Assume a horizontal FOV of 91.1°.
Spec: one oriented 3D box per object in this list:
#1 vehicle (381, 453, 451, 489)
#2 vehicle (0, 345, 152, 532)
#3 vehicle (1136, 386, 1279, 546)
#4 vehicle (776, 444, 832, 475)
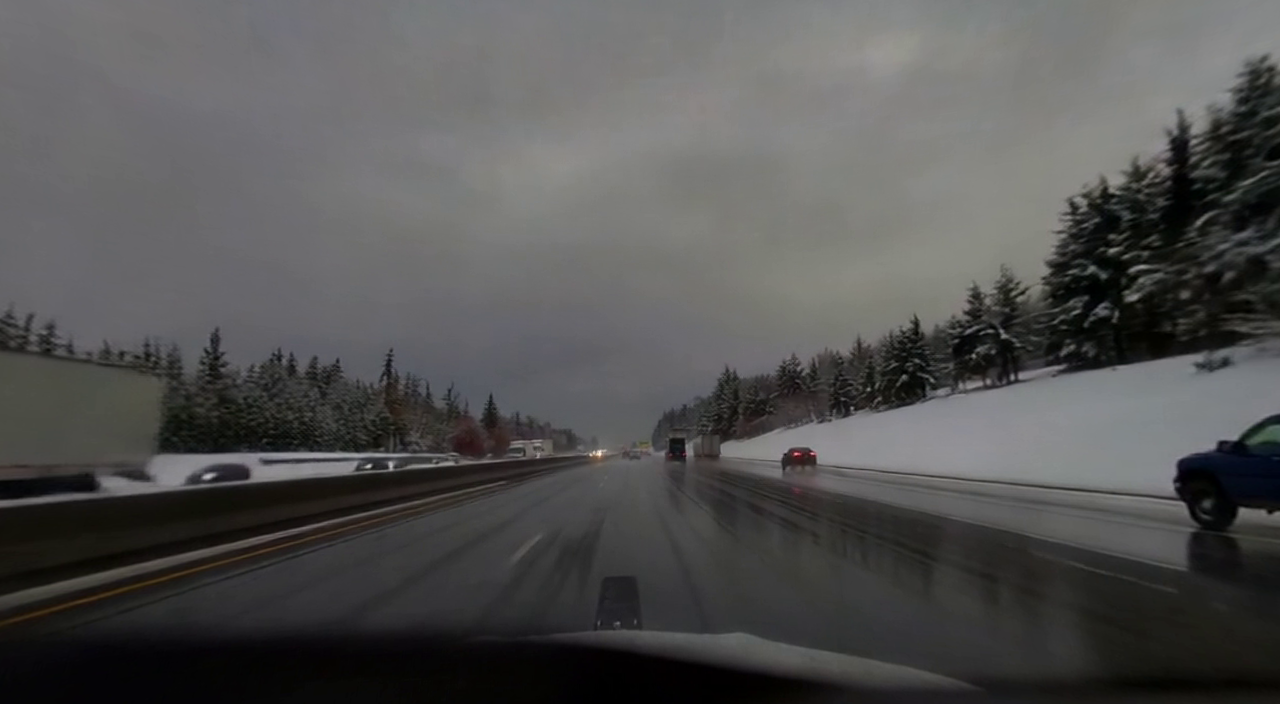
[{"bbox_3d":[-9.944,5.292,28.206,1.782,1.439,3.702,0,-9,0],"label":"vehicle"},{"bbox_3d":[-16.049,1.407,10.573,3.520,4.128,15.275,0,-9,0],"label":"vehicle"},{"bbox_3d":[9.390,1.388,7.584,2.184,2.052,5.650,0,-9,1],"label":"vehicle"},{"bbox_3d":[9.517,6.279,36.889,1.950,1.632,4.845,0,-9,-1],"label":"vehicle"}]
